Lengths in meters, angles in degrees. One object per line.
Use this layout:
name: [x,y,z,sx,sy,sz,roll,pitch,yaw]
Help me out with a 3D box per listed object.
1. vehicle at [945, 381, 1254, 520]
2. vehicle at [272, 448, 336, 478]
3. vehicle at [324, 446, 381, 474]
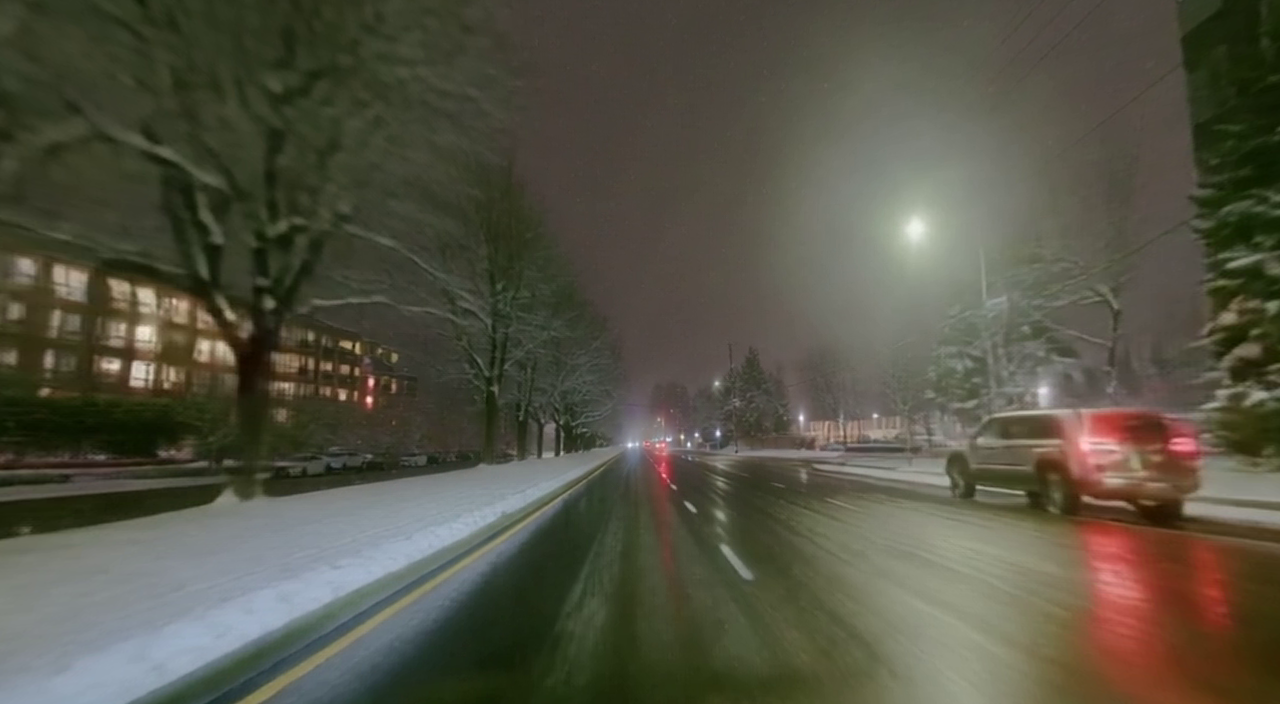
vehicle: [9.872,2.242,14.613,2.456,2.534,5.930,0,-9,-2]
vehicle: [-22.117,7.309,41.734,1.863,1.845,4.073,0,-8,1]
vehicle: [-21.261,7.980,46.963,1.879,1.757,4.656,-3,-7,2]
